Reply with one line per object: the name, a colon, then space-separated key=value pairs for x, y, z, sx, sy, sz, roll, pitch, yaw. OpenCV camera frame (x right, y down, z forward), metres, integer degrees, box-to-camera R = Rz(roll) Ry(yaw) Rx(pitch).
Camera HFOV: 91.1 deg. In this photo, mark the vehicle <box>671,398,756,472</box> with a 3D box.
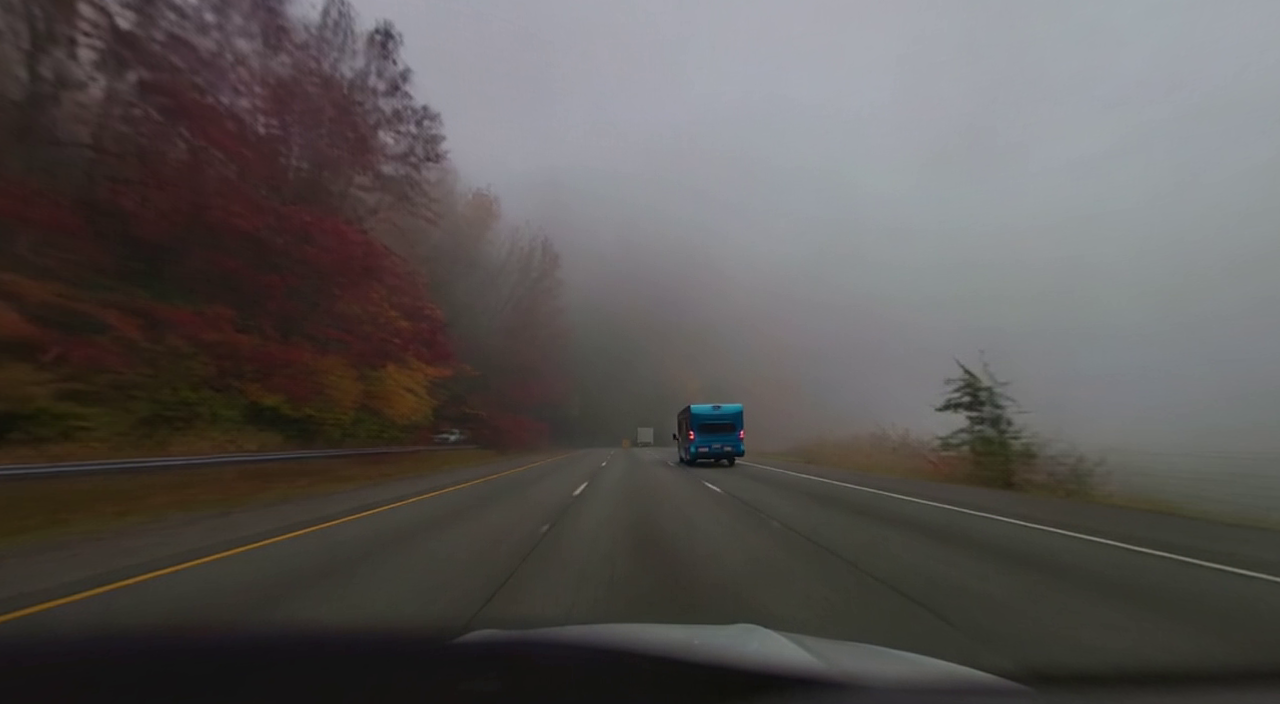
vehicle: x=3.037 y=3.711 z=28.178 sx=2.815 sy=2.876 sz=7.101 roll=0 pitch=-8 yaw=-1
